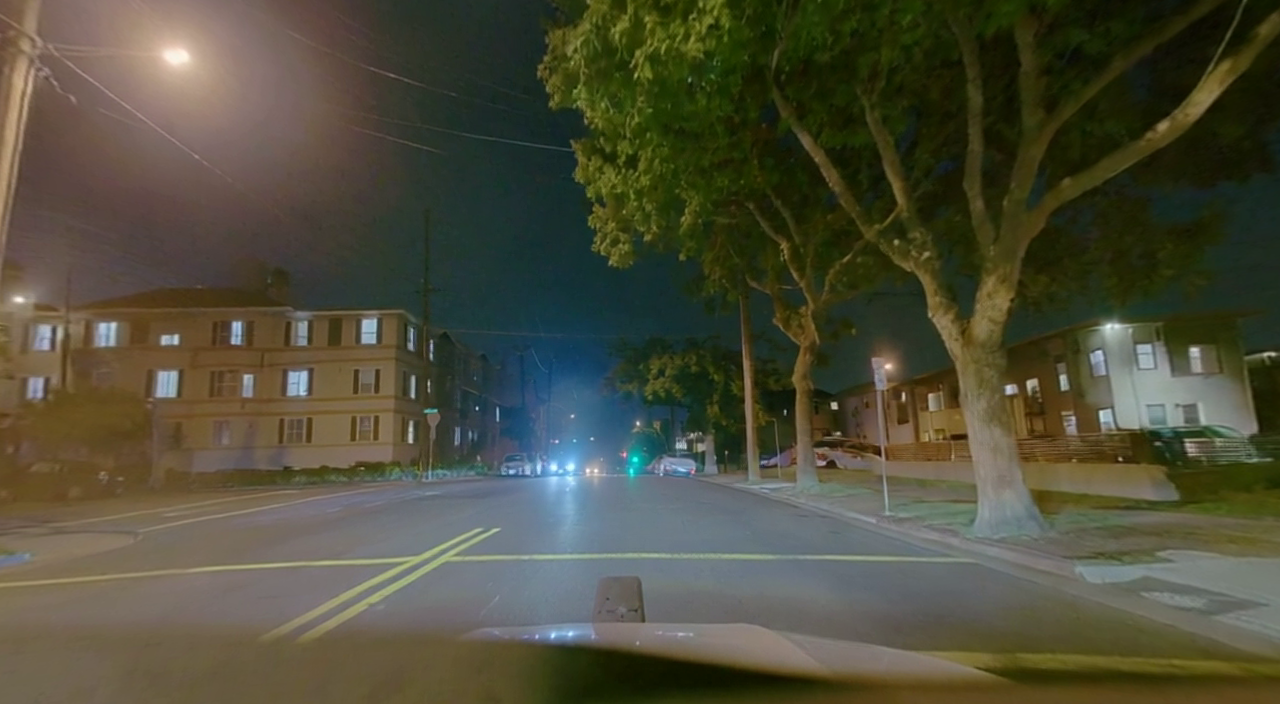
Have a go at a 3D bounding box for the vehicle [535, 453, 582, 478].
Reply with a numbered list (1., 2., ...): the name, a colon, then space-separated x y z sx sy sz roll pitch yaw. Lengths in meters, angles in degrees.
1. vehicle: -5.285 7.414 41.560 2.179 1.494 4.523 -1 -8 4

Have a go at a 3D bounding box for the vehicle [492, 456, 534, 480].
1. vehicle: -8.670 7.945 43.528 2.066 1.472 4.353 0 -8 -1

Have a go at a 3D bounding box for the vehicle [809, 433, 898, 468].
1. vehicle: 11.133 5.107 32.842 4.509 1.664 1.981 6 -10 -34

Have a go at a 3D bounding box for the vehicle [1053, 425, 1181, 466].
1. vehicle: 21.978 4.300 29.355 4.320 1.673 1.957 -2 -5 24

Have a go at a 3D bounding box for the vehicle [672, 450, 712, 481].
1. vehicle: 3.160 7.031 39.418 1.993 1.755 4.256 0 -8 -2

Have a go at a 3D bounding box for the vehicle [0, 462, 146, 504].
1. vehicle: -22.322 5.070 24.655 4.424 1.486 1.814 0 -8 -2

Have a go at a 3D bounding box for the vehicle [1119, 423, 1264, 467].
1. vehicle: 22.331 3.812 25.710 4.002 1.505 2.061 -2 -10 -5
